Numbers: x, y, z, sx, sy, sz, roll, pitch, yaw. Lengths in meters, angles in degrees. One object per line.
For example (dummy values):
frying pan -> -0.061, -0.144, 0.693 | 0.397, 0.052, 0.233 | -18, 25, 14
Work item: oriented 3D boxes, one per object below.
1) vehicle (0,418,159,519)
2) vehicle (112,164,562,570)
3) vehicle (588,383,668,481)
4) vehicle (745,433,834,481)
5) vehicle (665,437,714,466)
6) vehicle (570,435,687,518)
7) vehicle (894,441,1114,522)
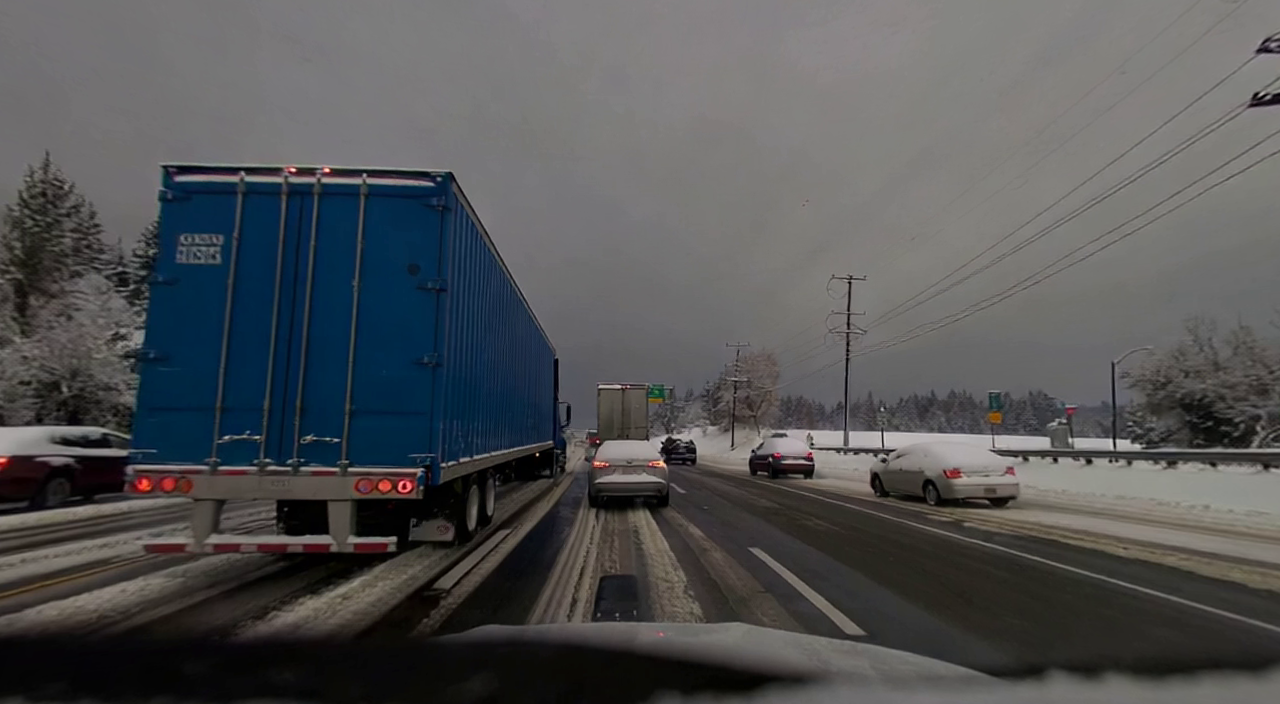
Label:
vehicle -> -11.803, 2.105, 11.608 | 2.148, 1.678, 4.851 | 0, -9, -1
vehicle -> -4.179, 1.418, 15.572 | 3.150, 4.298, 17.928 | 0, -9, -3
vehicle -> -0.720, 3.530, 27.170 | 2.909, 3.518, 8.262 | 1, -9, -4
vehicle -> 5.668, 4.053, 24.566 | 2.023, 1.676, 4.002 | 1, -9, -8
vehicle -> 3.019, 6.181, 39.350 | 1.984, 1.662, 4.469 | 2, -9, -10
vehicle -> -0.289, 2.556, 13.437 | 2.112, 1.463, 4.012 | 0, -9, -2
vehicle -> 7.325, 2.609, 13.323 | 1.878, 1.406, 4.164 | 1, -9, -5
